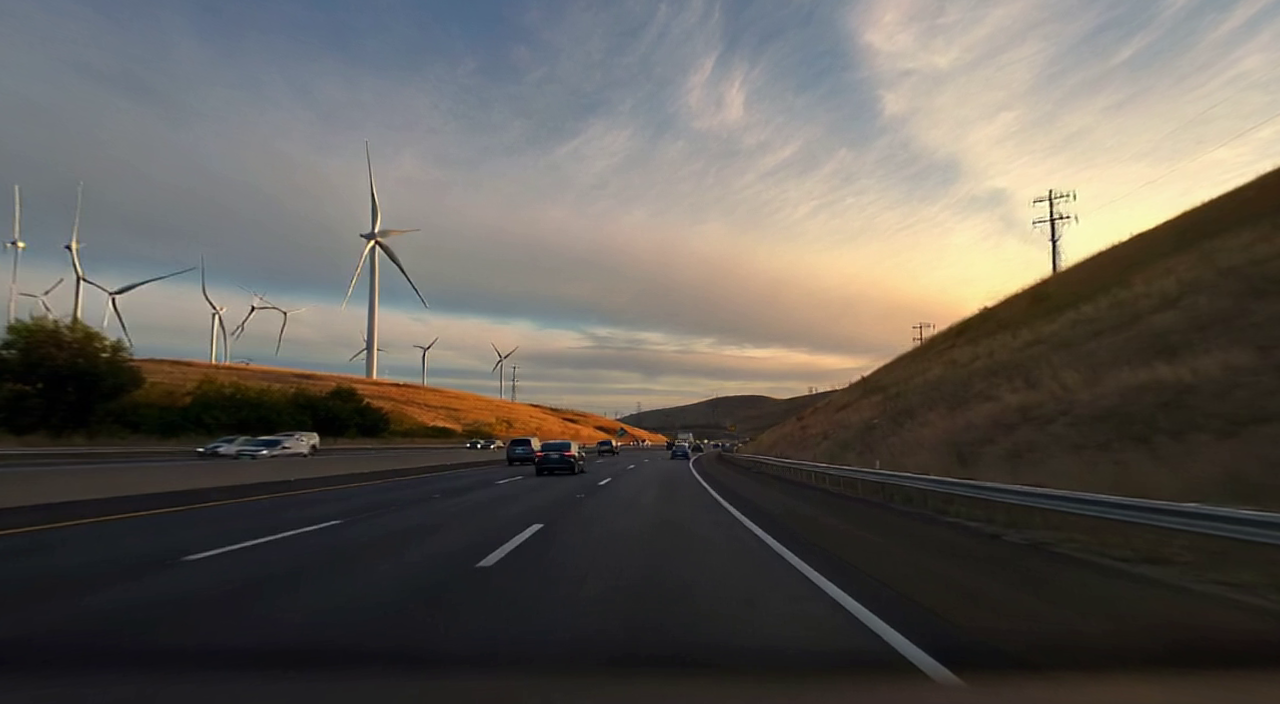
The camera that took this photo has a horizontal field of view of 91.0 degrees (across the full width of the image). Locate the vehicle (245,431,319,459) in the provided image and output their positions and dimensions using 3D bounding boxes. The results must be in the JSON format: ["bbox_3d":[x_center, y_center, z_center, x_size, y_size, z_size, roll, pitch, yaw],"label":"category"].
[{"bbox_3d":[-26.625,6.946,47.112,2.098,1.937,5.374,-1,-9,4],"label":"vehicle"}]

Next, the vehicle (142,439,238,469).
[{"bbox_3d":[-24.145,5.488,34.003,1.900,1.482,4.257,0,-9,3],"label":"vehicle"}]

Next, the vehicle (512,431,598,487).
[{"bbox_3d":[-2.741,3.597,21.461,2.118,1.702,4.355,0,-9,3],"label":"vehicle"}]
